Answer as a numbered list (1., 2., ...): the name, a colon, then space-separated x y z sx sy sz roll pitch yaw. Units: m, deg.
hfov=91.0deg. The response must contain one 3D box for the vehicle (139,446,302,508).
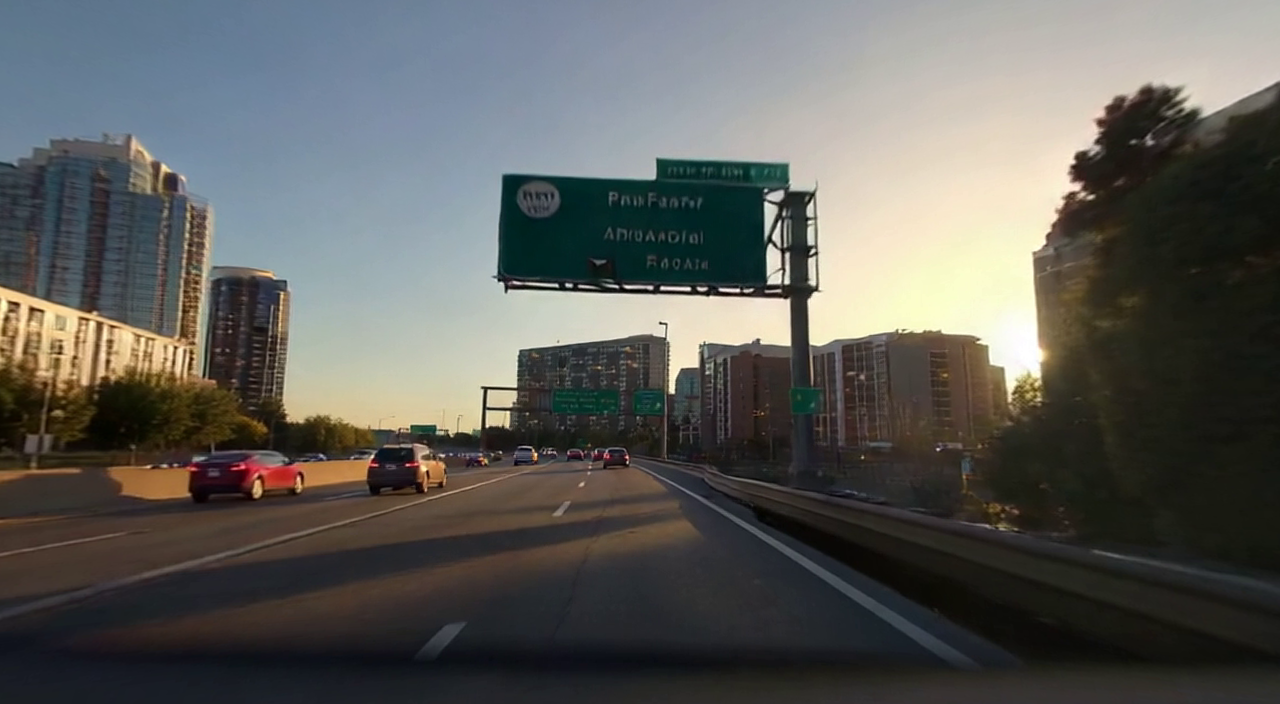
1. vehicle: -11.539 3.429 17.727 1.936 1.501 3.900 0 -9 -1

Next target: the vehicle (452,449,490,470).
1. vehicle: -12.817 8.130 47.976 1.861 1.466 4.233 0 -9 -3

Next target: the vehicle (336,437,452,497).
1. vehicle: -7.751 3.650 20.385 2.065 1.689 4.399 0 -9 -1

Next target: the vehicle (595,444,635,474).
1. vehicle: -1.418 5.974 35.394 2.110 1.501 4.319 0 -9 -3
